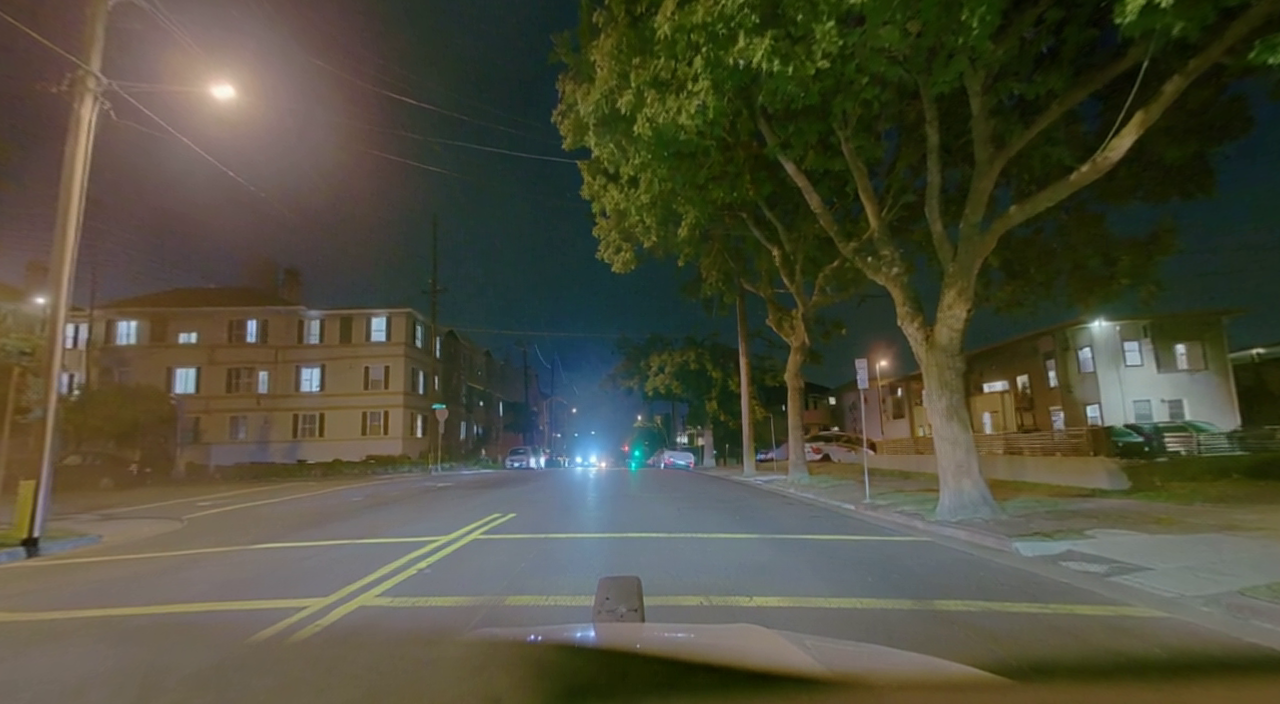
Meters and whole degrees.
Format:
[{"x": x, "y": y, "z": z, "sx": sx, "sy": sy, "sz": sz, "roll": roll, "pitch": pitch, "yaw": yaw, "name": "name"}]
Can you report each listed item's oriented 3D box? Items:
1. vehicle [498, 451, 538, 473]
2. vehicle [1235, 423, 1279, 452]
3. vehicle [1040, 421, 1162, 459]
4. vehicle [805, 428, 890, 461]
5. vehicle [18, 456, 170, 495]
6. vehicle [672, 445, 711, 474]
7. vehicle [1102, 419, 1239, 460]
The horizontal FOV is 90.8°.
[{"x": -8.552, "y": 7.744, "z": 44.678, "sx": 2.066, "sy": 1.472, "sz": 4.353, "roll": 0, "pitch": -8, "yaw": -2, "name": "vehicle"}, {"x": 33.077, "y": 4.450, "z": 32.836, "sx": 3.433, "sy": 1.389, "sz": 1.683, "roll": 3, "pitch": -9, "yaw": -22, "name": "vehicle"}, {"x": 22.096, "y": 4.187, "z": 30.507, "sx": 4.320, "sy": 1.673, "sz": 1.957, "roll": -2, "pitch": -5, "yaw": 23, "name": "vehicle"}, {"x": 11.228, "y": 4.989, "z": 34.072, "sx": 4.509, "sy": 1.664, "sz": 1.981, "roll": 6, "pitch": -10, "yaw": -35, "name": "vehicle"}, {"x": -22.308, "y": 5.025, "z": 25.935, "sx": 4.424, "sy": 1.486, "sz": 1.814, "roll": 0, "pitch": -9, "yaw": -2, "name": "vehicle"}, {"x": 3.245, "y": 6.856, "z": 40.647, "sx": 1.993, "sy": 1.755, "sz": 4.256, "roll": 0, "pitch": -8, "yaw": -2, "name": "vehicle"}, {"x": 22.393, "y": 3.747, "z": 26.784, "sx": 4.002, "sy": 1.505, "sz": 2.061, "roll": -1, "pitch": -10, "yaw": -5, "name": "vehicle"}]
